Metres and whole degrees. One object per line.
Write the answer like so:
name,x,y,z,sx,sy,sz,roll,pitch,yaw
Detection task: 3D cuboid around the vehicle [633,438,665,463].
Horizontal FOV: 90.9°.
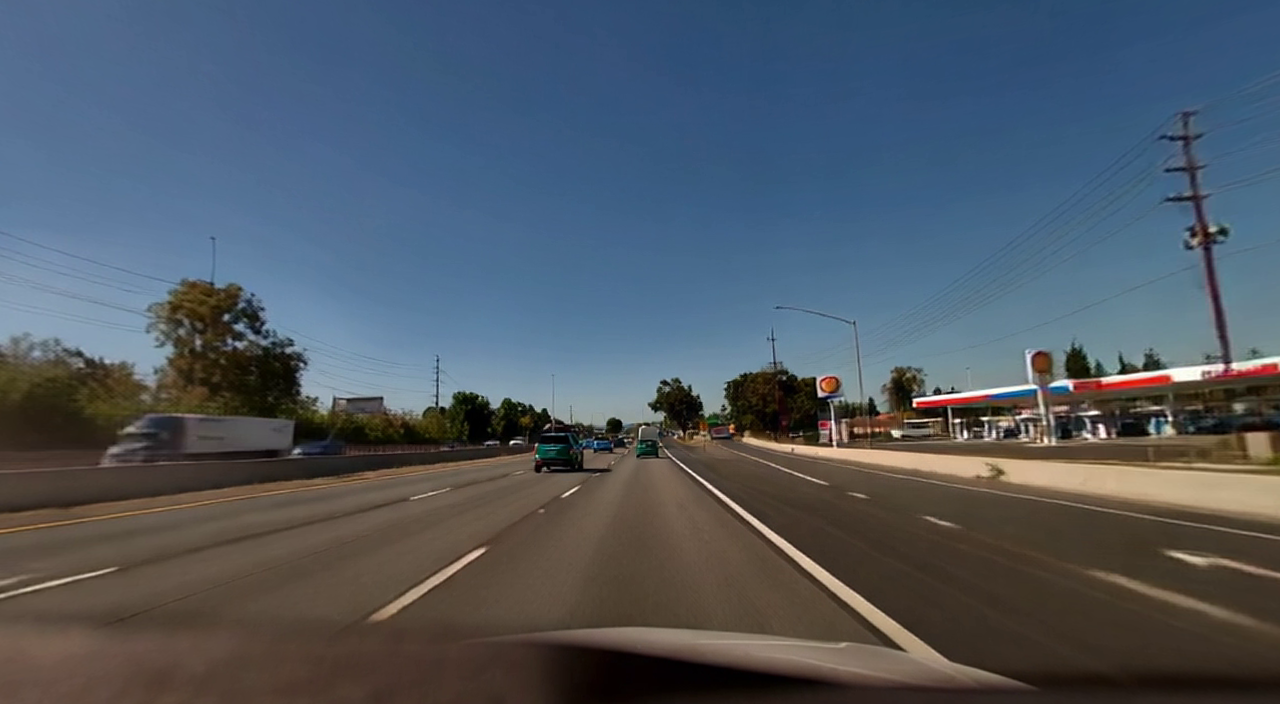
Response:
vehicle,0.560,6.394,40.962,1.982,1.524,3.800,0,-8,-1

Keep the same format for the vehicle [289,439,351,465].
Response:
vehicle,-22.882,7.174,45.270,2.108,1.758,4.475,0,-8,0

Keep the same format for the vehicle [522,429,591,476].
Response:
vehicle,-3.560,4.403,27.824,2.273,1.884,4.515,0,-8,2

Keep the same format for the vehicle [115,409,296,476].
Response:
vehicle,-27.274,5.855,40.836,3.043,3.655,12.198,0,-8,0
